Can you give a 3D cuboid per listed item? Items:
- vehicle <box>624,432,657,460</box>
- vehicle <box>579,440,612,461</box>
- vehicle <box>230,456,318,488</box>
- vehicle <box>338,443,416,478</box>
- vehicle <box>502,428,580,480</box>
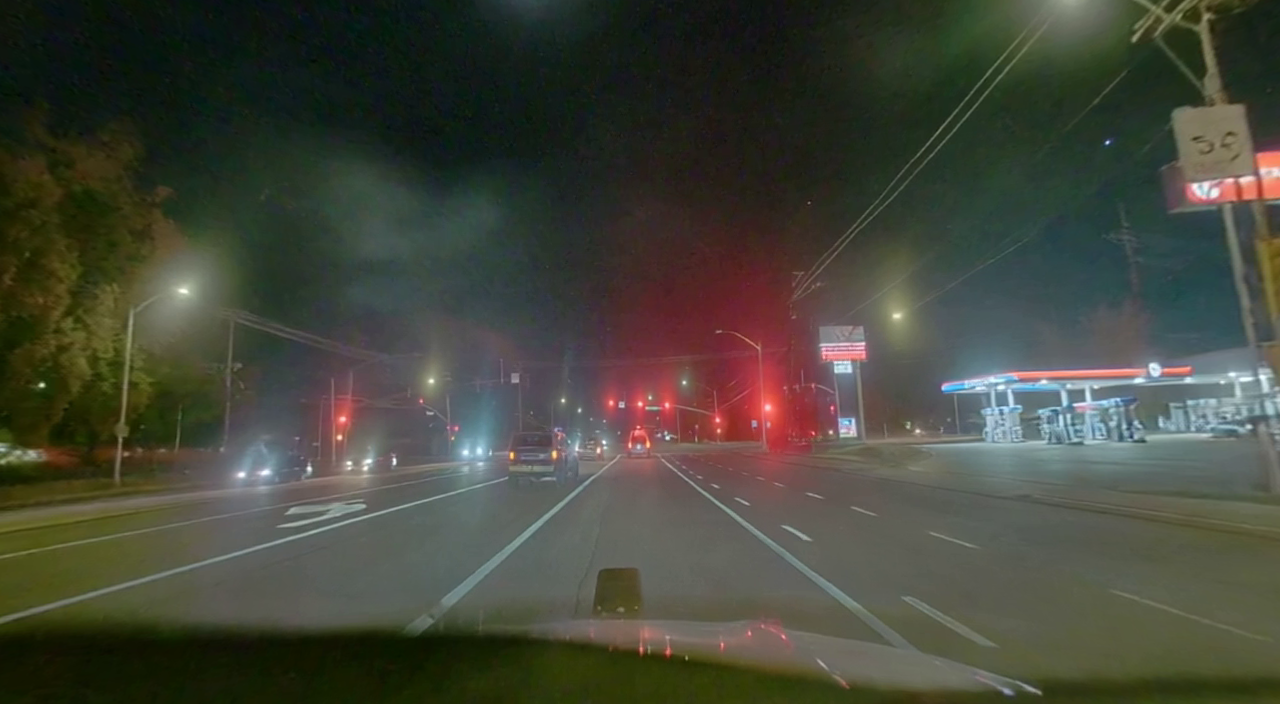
[{"bbox_3d":[0.092,6.616,44.478,2.224,1.819,5.005,0,-9,1],"label":"vehicle"},{"bbox_3d":[-3.085,6.974,44.835,1.881,1.424,4.098,0,-9,2],"label":"vehicle"},{"bbox_3d":[-16.968,5.566,29.516,1.765,1.310,3.824,0,-9,0],"label":"vehicle"},{"bbox_3d":[-13.450,5.571,32.679,1.981,1.671,4.598,0,-9,1],"label":"vehicle"},{"bbox_3d":[-3.506,3.751,23.293,2.096,1.718,4.266,0,-9,1],"label":"vehicle"}]
